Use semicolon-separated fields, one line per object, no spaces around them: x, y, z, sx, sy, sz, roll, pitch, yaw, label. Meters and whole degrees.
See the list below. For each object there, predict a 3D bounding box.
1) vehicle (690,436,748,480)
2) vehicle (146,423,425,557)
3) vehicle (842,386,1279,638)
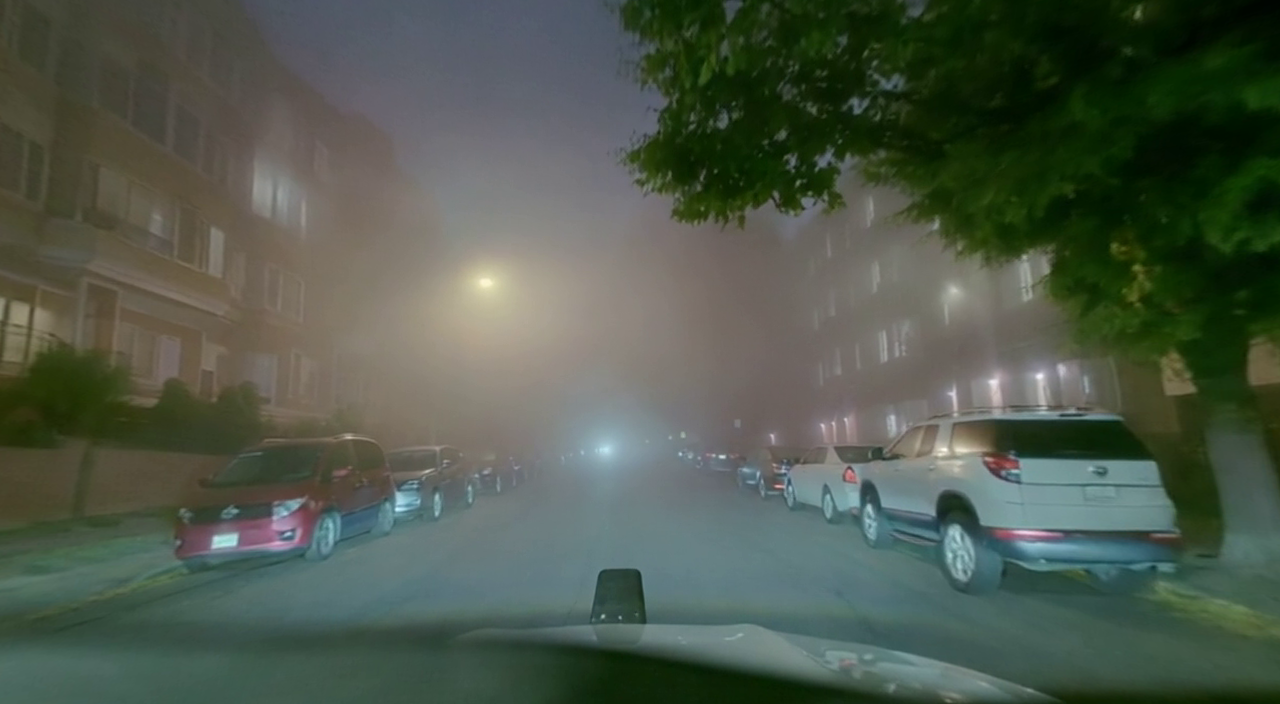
3.481;4.762;28.747;1.912;1.781;5.159;0;-8;-1;vehicle
-5.141;2.003;9.923;2.274;1.679;3.639;0;-8;-1;vehicle
3.881;1.512;7.045;1.911;1.835;4.599;0;-8;3;vehicle
